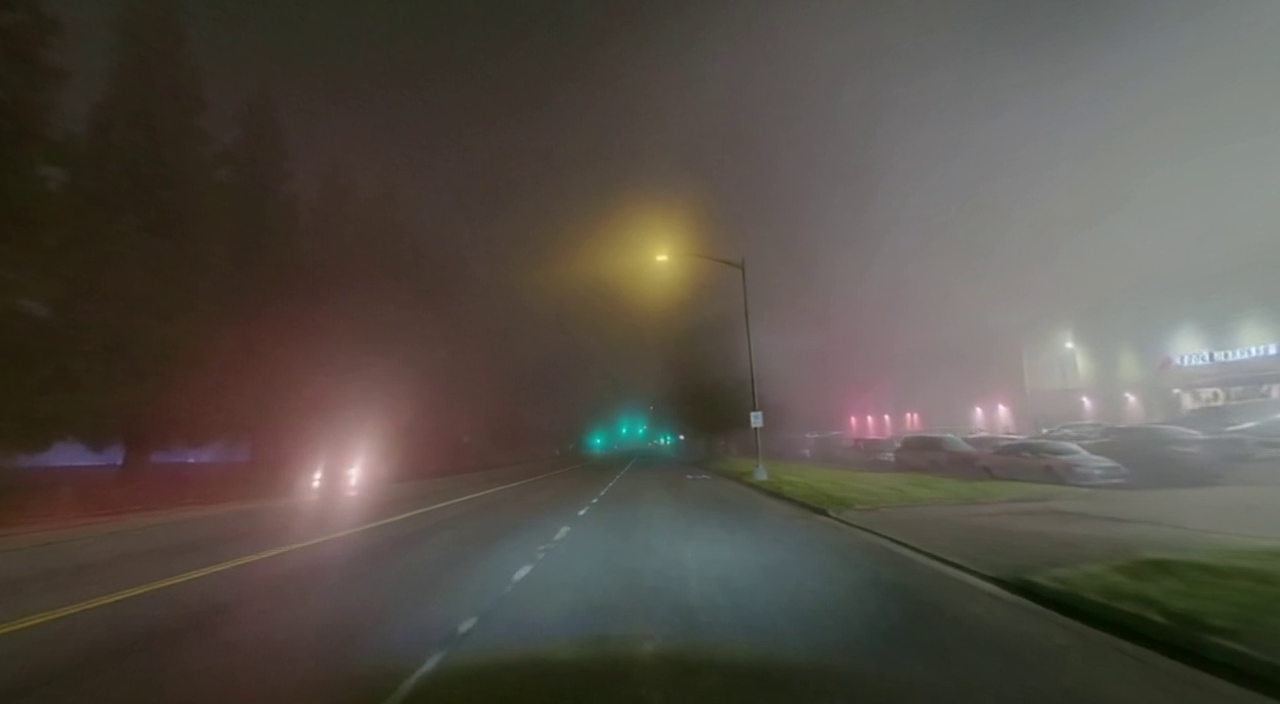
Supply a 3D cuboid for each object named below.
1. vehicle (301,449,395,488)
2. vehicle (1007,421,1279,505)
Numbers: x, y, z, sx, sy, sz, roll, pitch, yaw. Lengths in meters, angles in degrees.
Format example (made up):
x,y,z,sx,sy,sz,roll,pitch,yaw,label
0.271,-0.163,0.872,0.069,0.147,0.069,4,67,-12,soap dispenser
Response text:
x,y,z,sx,sy,sz,roll,pitch,yaw,label
-13.657,5.443,29.846,2.044,1.514,4.704,-4,-9,3,vehicle
11.029,2.463,14.105,4.361,1.462,1.857,-4,-9,1,vehicle
